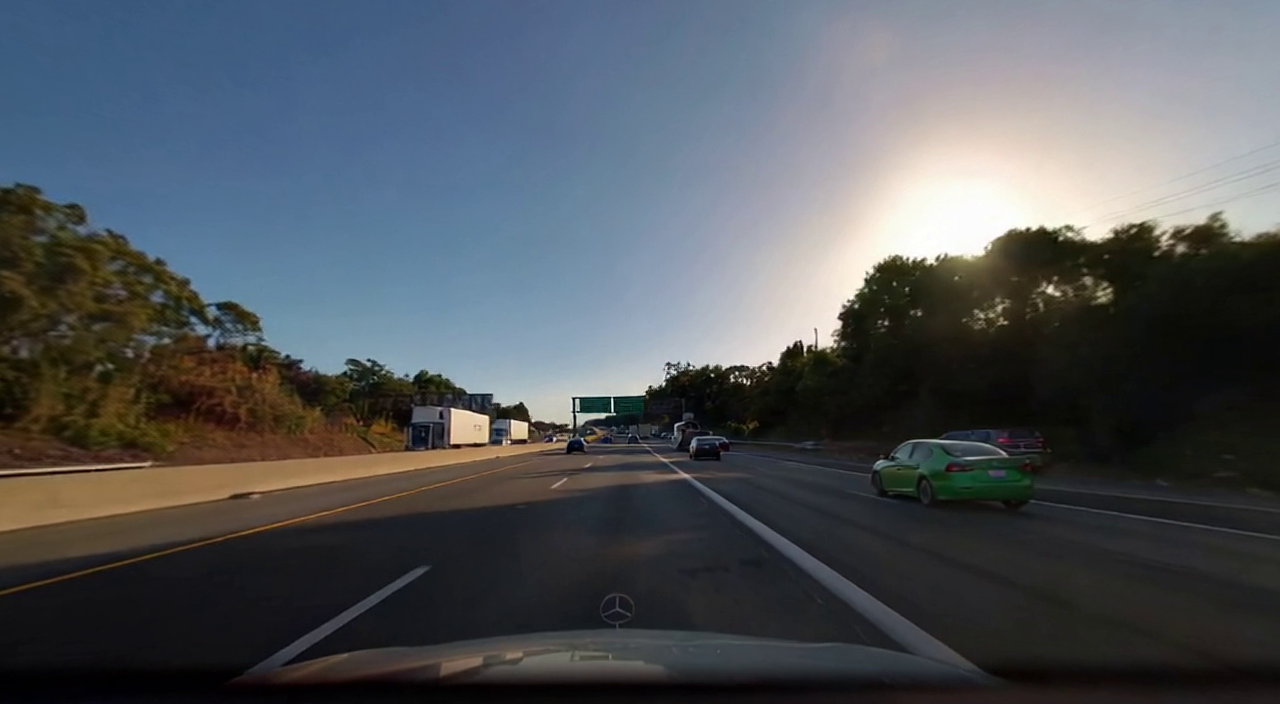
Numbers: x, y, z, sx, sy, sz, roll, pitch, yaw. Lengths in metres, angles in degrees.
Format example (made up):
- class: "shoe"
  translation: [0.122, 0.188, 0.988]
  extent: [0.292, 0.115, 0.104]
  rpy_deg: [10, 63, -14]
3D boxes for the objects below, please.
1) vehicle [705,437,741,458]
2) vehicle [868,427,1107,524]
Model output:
- class: "vehicle"
  translation: [5.763, 6.658, 44.196]
  extent: [1.920, 1.436, 3.890]
  rpy_deg: [0, -8, -2]
- class: "vehicle"
  translation: [6.195, 2.212, 11.983]
  extent: [2.028, 1.488, 4.236]
  rpy_deg: [0, -8, -2]
